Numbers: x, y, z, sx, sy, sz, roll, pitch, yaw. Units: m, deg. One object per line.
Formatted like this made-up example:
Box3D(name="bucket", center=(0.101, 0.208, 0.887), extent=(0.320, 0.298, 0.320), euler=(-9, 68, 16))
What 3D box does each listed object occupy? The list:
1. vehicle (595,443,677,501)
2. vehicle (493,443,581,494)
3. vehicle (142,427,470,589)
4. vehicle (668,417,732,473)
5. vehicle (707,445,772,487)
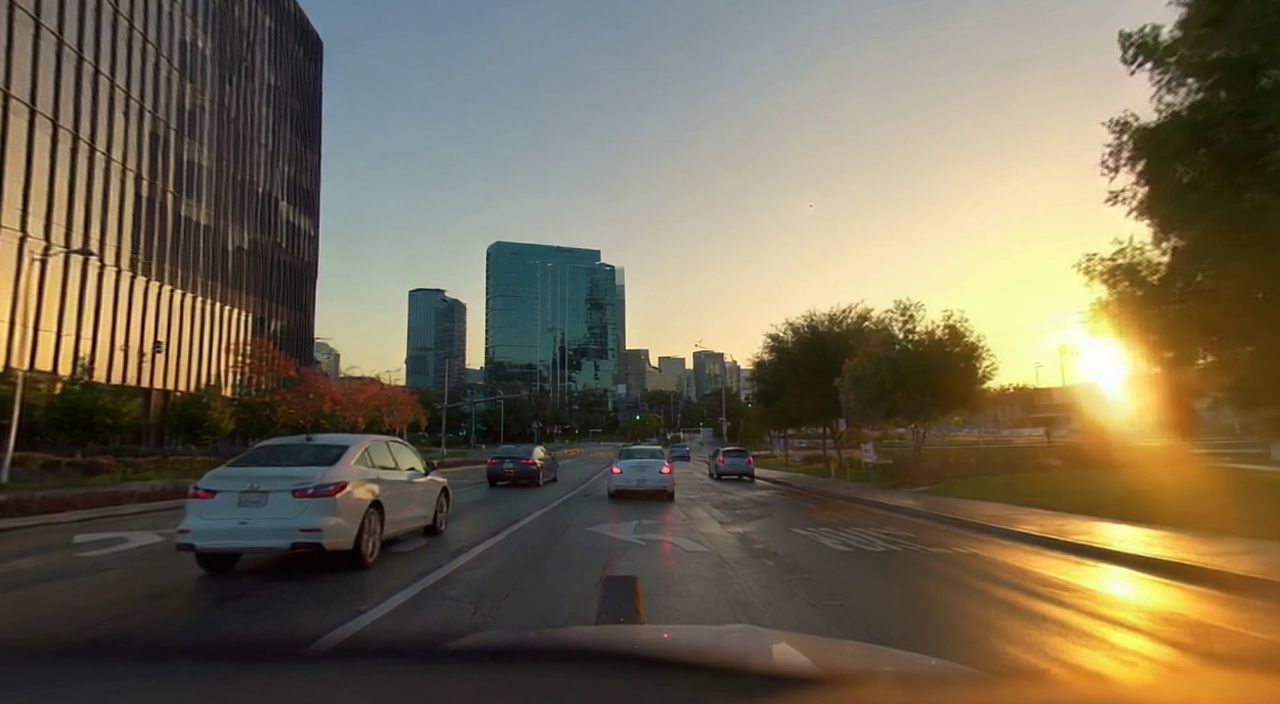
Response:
Box3D(name="vehicle", center=(-0.069, 3.474, 18.766), extent=(2.174, 1.509, 4.374), euler=(0, -8, 1))
Box3D(name="vehicle", center=(-3.305, 3.818, 21.133), extent=(2.044, 1.508, 4.479), euler=(0, -8, 2))
Box3D(name="vehicle", center=(-3.740, 1.795, 8.119), extent=(1.933, 1.520, 4.195), euler=(0, -8, 0))
Box3D(name="vehicle", center=(3.910, 6.528, 44.274), extent=(3.074, 3.316, 12.953), euler=(0, -8, -1))
Box3D(name="vehicle", center=(3.931, 4.557, 25.544), extent=(1.940, 1.514, 4.187), euler=(0, -8, 0))
